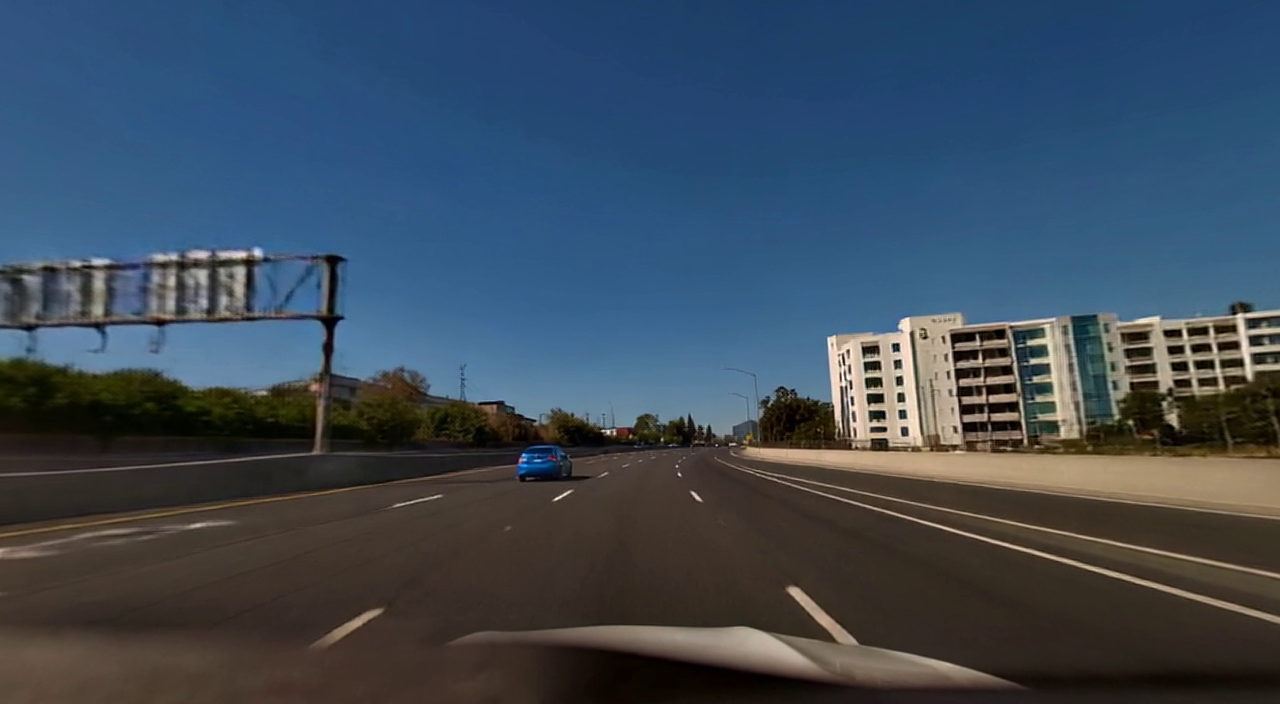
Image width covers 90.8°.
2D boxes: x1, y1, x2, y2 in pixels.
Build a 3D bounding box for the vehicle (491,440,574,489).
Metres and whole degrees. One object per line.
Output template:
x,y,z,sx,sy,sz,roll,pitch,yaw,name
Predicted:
-3.808,4.067,23.214,2.087,1.566,4.756,-1,-9,2,vehicle
